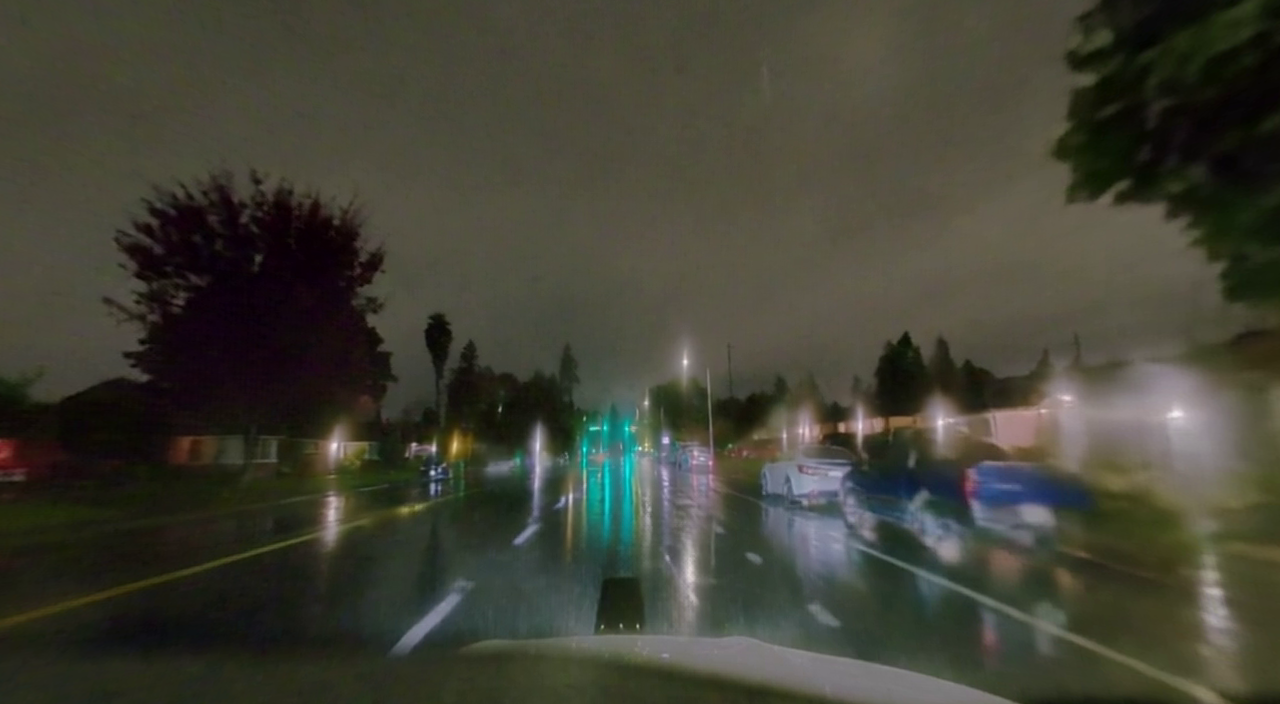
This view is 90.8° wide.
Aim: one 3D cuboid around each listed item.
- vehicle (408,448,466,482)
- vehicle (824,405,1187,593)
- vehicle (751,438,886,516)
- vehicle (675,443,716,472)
[{"bbox_3d":[-11.571,6.429,36.289,2.091,1.717,4.392,0,-8,-3],"label":"vehicle"},{"bbox_3d":[4.066,1.691,8.165,1.915,1.715,4.451,0,-8,-1],"label":"vehicle"},{"bbox_3d":[3.940,2.808,14.774,1.901,1.521,4.204,-1,-8,0],"label":"vehicle"},{"bbox_3d":[3.378,6.502,39.312,2.007,1.657,4.362,0,-8,-2],"label":"vehicle"}]
